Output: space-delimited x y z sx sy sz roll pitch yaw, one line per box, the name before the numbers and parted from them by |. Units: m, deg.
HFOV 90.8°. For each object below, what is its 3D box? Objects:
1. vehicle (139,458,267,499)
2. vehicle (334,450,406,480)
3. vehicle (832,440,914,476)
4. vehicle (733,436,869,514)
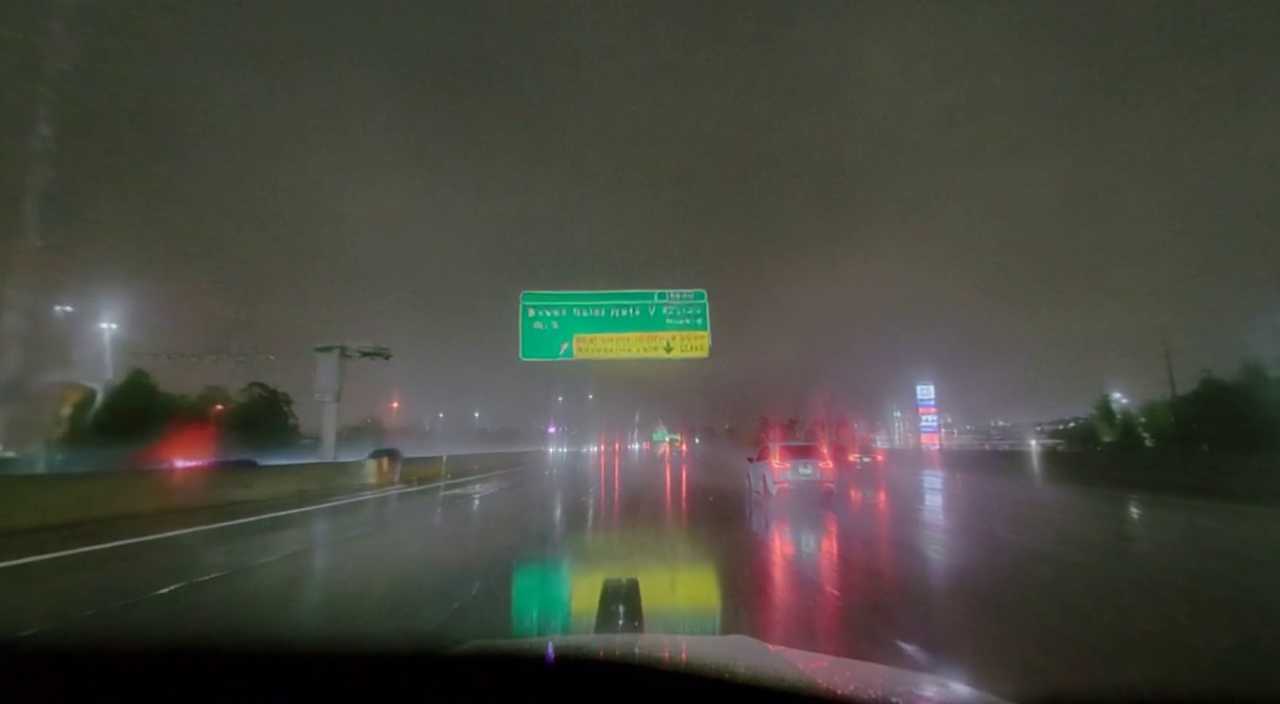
vehicle | -18.749 5.424 27.435 1.972 1.516 4.973 0 -9 0
vehicle | -14.486 6.081 34.180 1.919 1.470 4.452 0 -8 0
vehicle | 10.564 4.836 29.048 2.019 1.529 4.385 0 -9 -1
vehicle | 3.462 2.723 14.452 1.961 1.504 4.094 0 -9 -1
